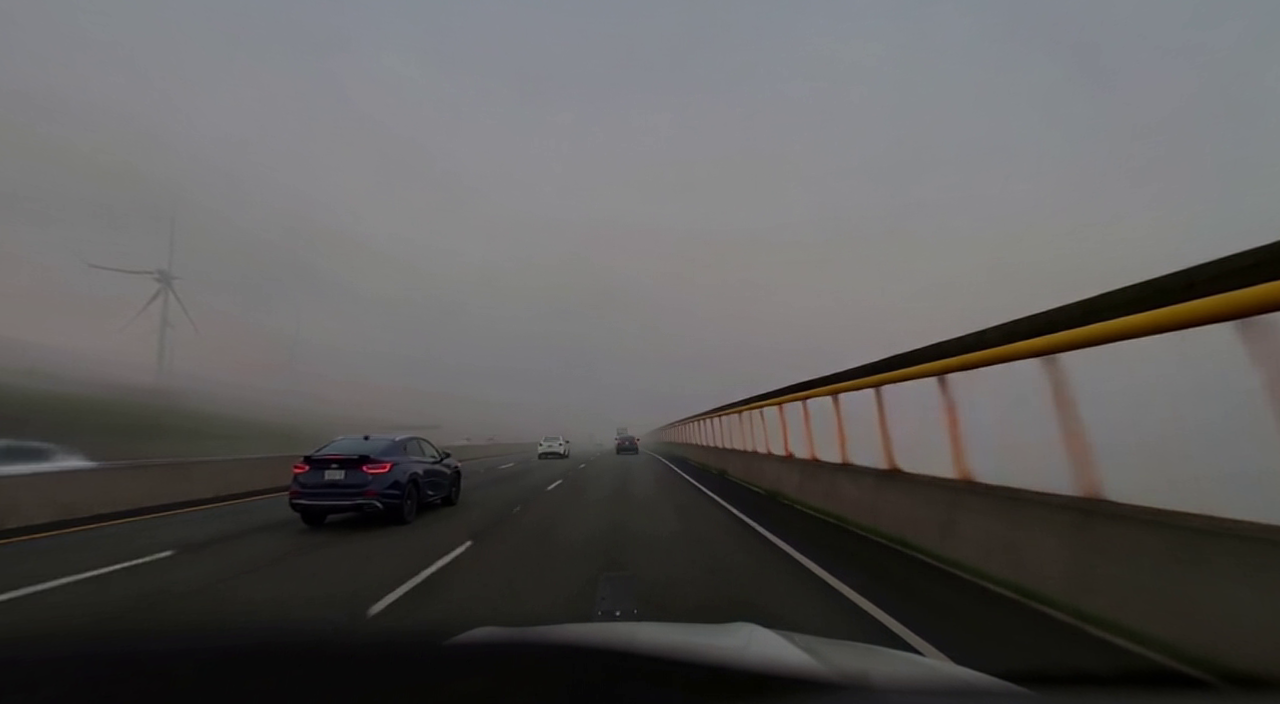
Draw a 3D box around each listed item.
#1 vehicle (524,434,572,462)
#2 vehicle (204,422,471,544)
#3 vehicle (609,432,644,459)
[{"bbox_3d":[-4.902,5.190,34.186,2.059,1.436,3.802,0,-8,-1],"label":"vehicle"},{"bbox_3d":[-4.306,1.911,10.025,1.998,1.468,4.635,0,-8,-1],"label":"vehicle"},{"bbox_3d":[-0.839,5.683,38.554,2.027,1.550,3.607,0,-8,-1],"label":"vehicle"}]
